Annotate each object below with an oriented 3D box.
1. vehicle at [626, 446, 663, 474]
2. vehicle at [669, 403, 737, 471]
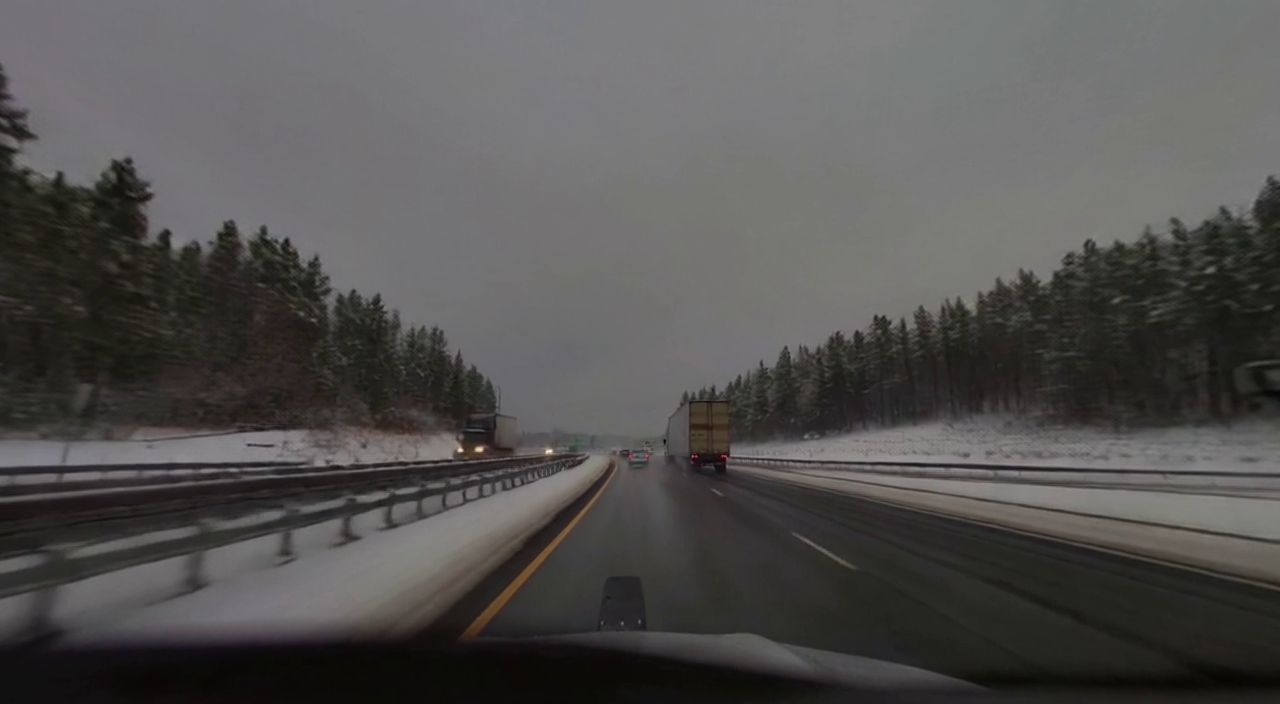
[{"bbox_3d":[0.210,6.373,37.439,2.051,1.513,4.511,0,-9,-1],"label":"vehicle"},{"bbox_3d":[4.090,6.192,44.923,2.883,4.057,14.579,0,-9,-2],"label":"vehicle"}]
